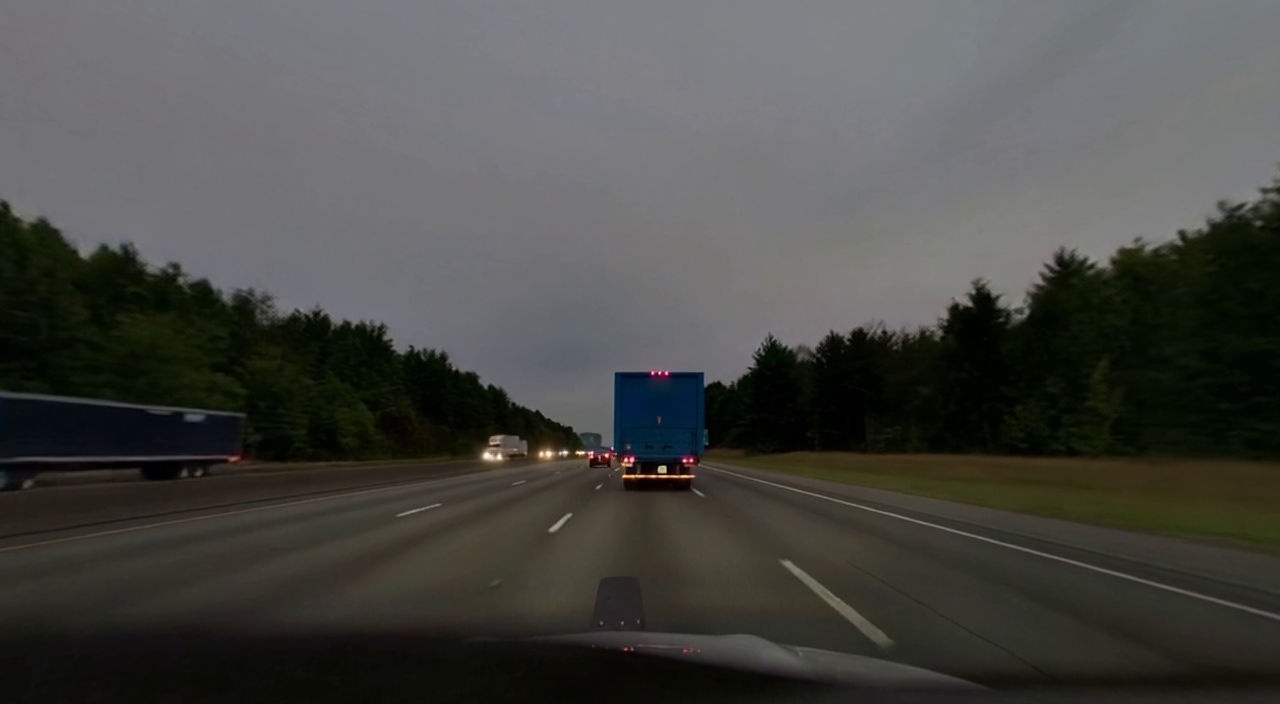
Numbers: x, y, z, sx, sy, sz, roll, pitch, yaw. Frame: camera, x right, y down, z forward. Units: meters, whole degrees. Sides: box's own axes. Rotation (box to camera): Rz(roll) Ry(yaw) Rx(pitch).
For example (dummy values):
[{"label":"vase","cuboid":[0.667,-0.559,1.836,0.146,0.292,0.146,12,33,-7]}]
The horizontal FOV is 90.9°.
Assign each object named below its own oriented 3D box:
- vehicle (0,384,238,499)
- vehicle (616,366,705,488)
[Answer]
[{"label":"vehicle","cuboid":[-24.179,4.076,28.009,3.013,4.037,14.686,0,-9,0]},{"label":"vehicle","cuboid":[0.624,3.222,25.741,2.898,3.973,10.063,0,-9,0]}]
